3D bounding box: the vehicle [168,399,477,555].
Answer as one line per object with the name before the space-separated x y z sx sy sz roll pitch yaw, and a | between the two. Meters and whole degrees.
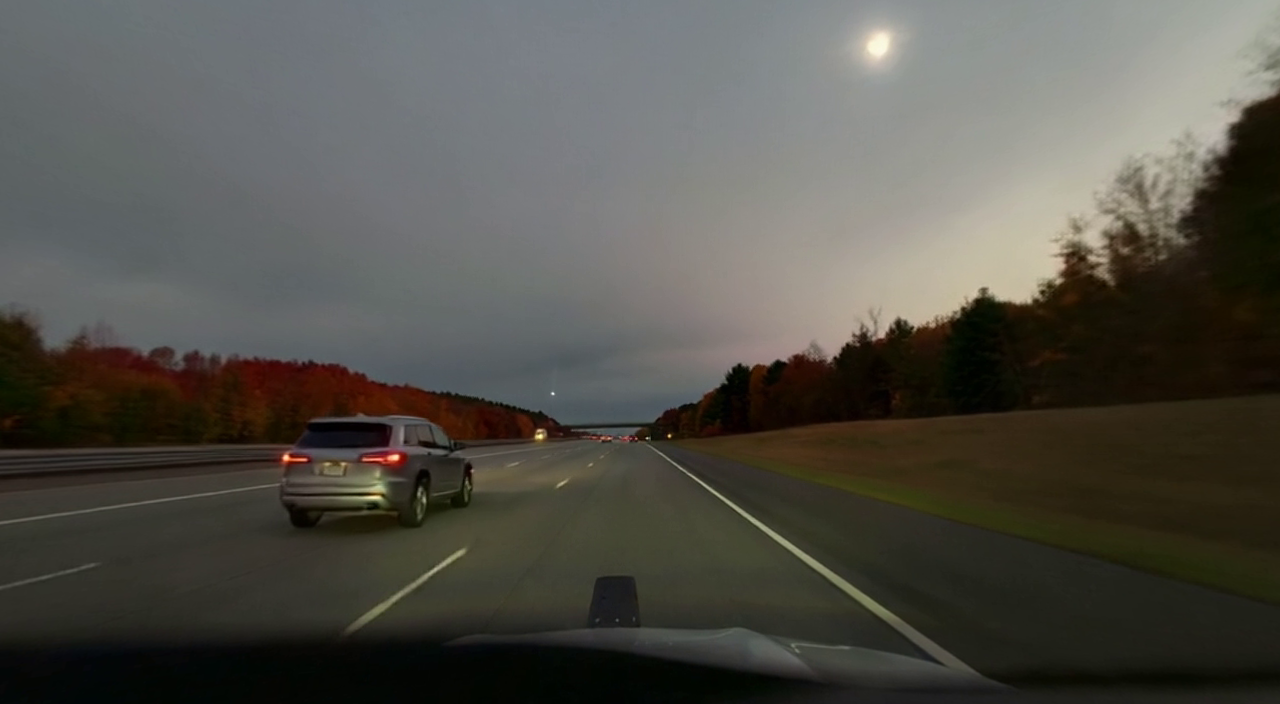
vehicle | -4.008 1.646 9.089 2.057 1.666 4.552 0 -8 1
